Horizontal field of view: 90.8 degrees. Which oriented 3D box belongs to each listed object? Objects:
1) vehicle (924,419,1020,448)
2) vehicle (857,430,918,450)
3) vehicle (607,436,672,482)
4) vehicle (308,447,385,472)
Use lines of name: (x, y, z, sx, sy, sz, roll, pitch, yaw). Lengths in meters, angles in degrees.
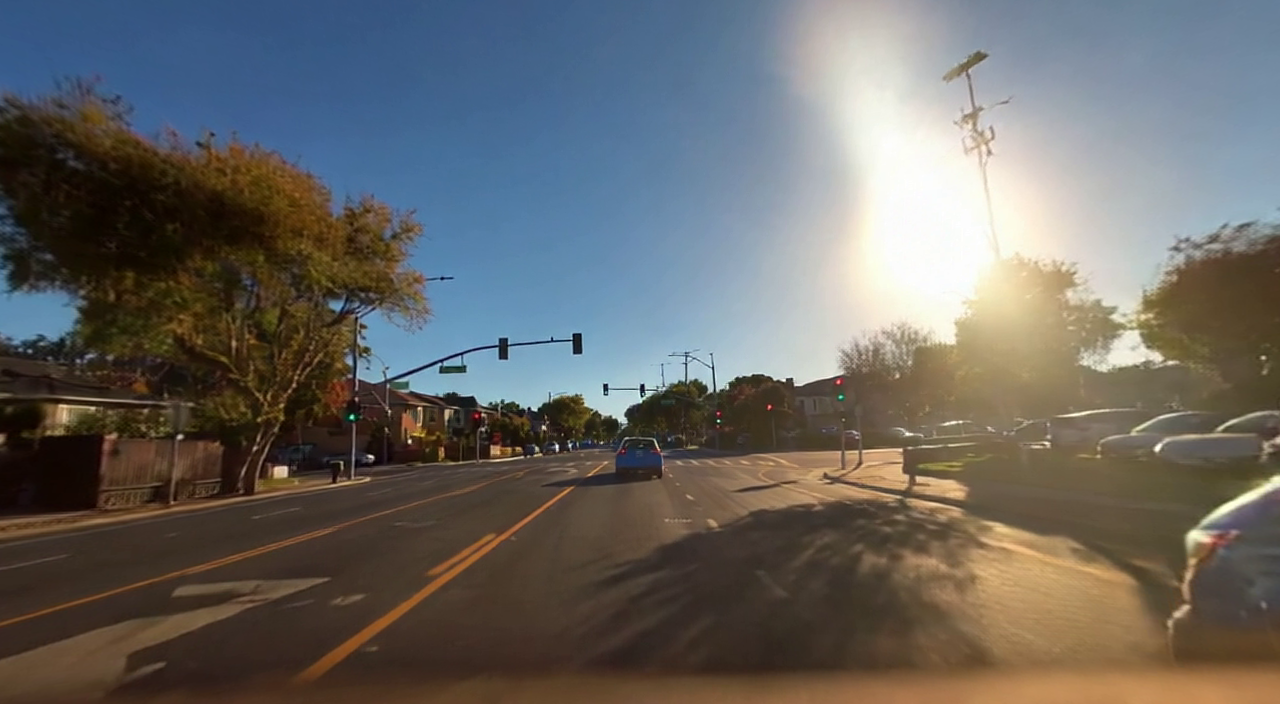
vehicle: (25.410, 6.293, 48.516, 6.041, 1.900, 2.349, -1, -9, -6)
vehicle: (18.841, 6.743, 48.212, 3.949, 1.505, 1.766, 0, -9, 1)
vehicle: (-0.006, 3.753, 22.461, 2.104, 1.462, 3.991, 0, -9, 0)
vehicle: (-20.974, 7.714, 45.288, 4.588, 1.703, 1.879, 0, -9, 1)
